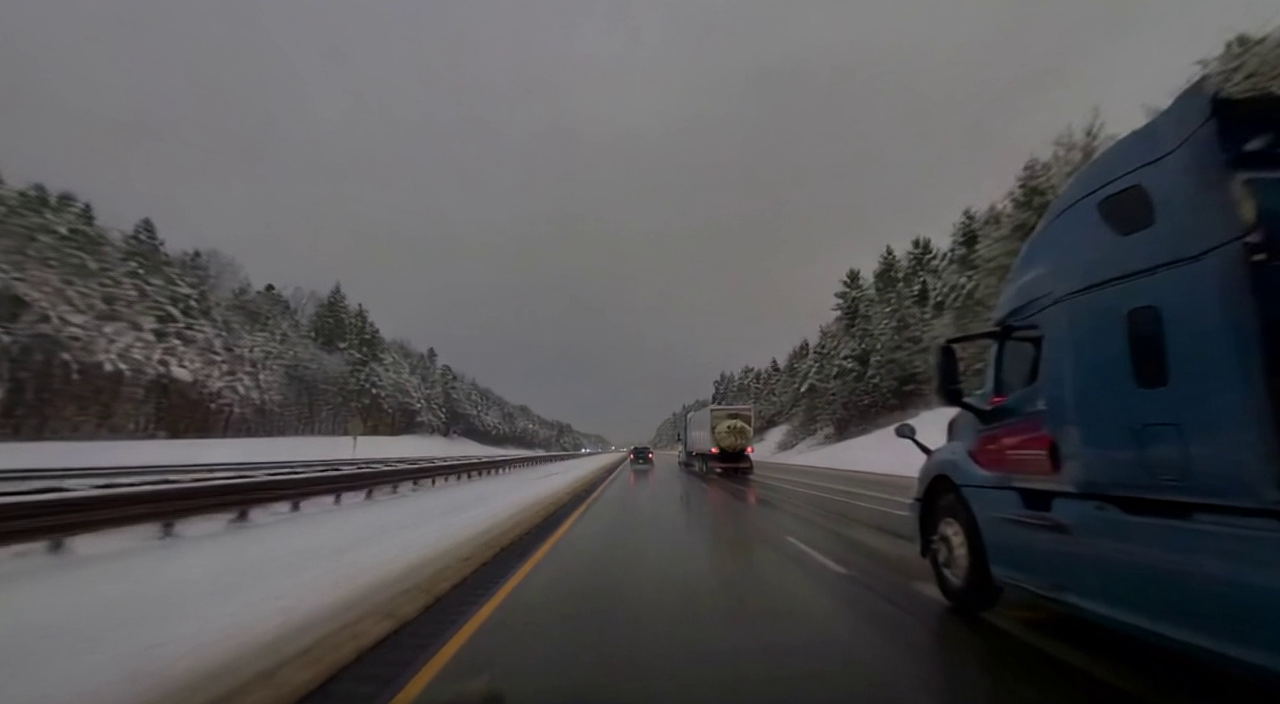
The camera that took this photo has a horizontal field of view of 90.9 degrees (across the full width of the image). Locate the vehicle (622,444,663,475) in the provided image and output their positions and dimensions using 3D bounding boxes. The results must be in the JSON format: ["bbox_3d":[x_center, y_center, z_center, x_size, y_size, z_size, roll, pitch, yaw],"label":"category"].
[{"bbox_3d":[0.106,5.638,33.360,2.051,1.513,4.511,0,-9,-1],"label":"vehicle"}]

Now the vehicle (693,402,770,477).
[{"bbox_3d":[4.286,4.304,30.749,2.684,3.263,5.865,0,-9,-2],"label":"vehicle"}]

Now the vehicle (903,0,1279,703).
[{"bbox_3d":[3.794,-0.218,2.241,3.025,3.897,5.853,0,-9,0],"label":"vehicle"}]
